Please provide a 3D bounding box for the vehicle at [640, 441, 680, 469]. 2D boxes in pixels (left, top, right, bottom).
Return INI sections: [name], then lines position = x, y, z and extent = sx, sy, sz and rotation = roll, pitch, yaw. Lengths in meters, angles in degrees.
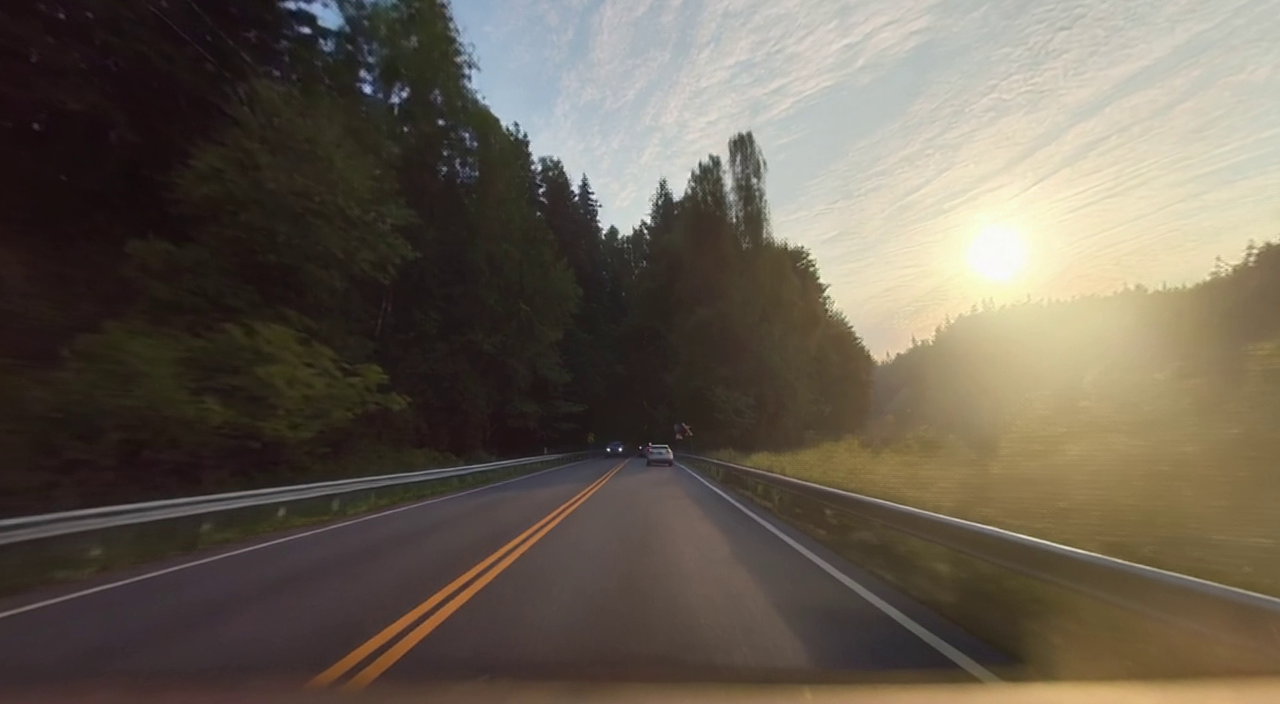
[vehicle]
position = 1.088, 5.881, 36.159
extent = 2.120, 1.491, 4.349
rotation = 0, -8, 0
